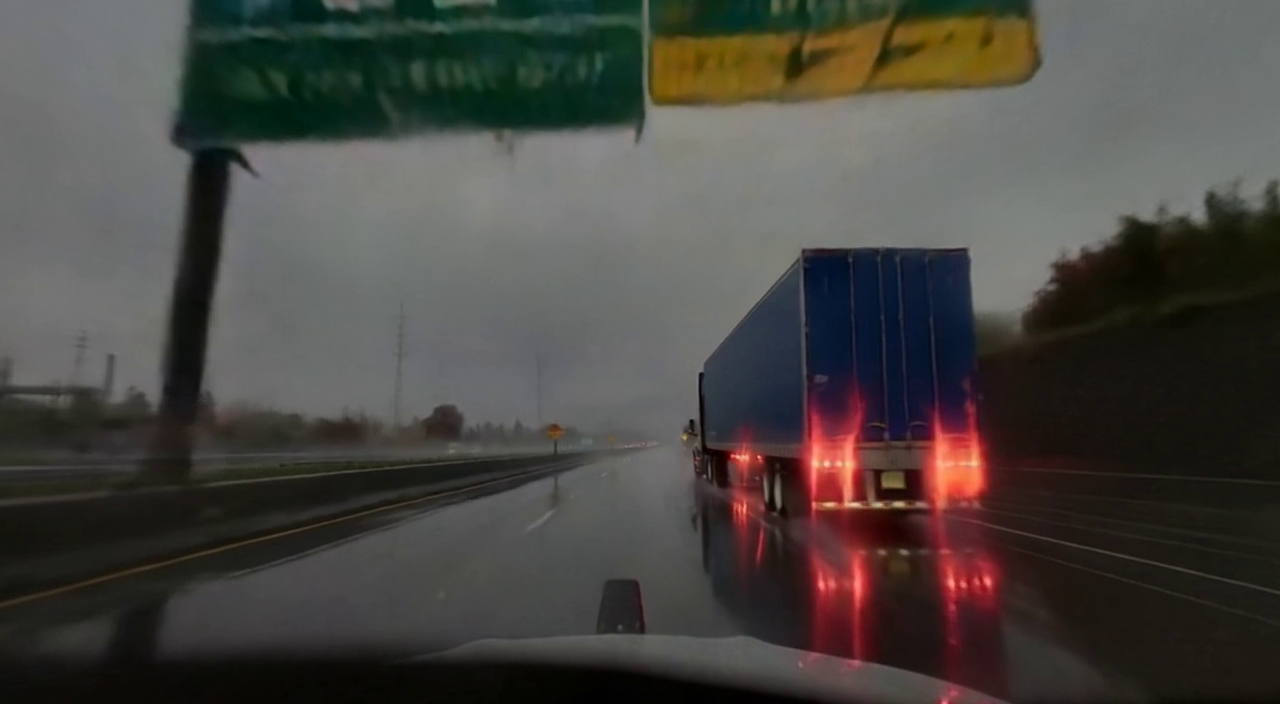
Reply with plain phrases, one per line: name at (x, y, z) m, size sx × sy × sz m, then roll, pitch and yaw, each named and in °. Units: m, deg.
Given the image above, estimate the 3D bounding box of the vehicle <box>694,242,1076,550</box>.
vehicle at (3.743, 1.620, 15.419) m, size 3.244 × 4.020 × 14.561 m, roll 0°, pitch -9°, yaw -1°
